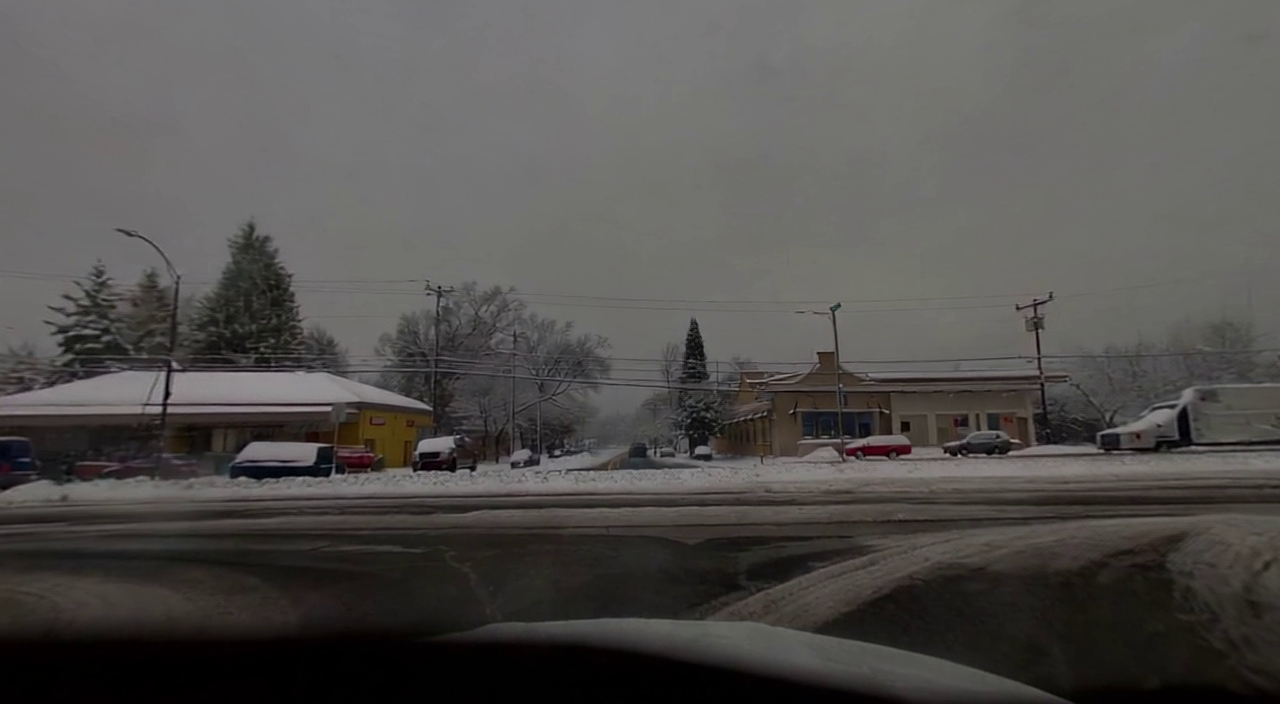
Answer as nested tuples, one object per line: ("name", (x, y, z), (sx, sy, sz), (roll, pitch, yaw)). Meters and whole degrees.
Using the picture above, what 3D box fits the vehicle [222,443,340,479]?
("vehicle", (-17.670, 5.345, 31.264), (2.010, 1.583, 4.582), (-6, -10, 34))

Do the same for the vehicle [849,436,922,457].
("vehicle", (18.009, 6.918, 46.384), (4.528, 1.458, 1.939), (1, -7, -4))

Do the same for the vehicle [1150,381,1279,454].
("vehicle", (33.185, 3.463, 32.990), (10.986, 3.604, 2.707), (0, -9, -6))

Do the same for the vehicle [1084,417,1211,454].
("vehicle", (28.933, 4.753, 36.062), (5.277, 2.032, 2.408), (1, -7, -4))

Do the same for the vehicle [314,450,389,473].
("vehicle", (-20.141, 7.638, 44.165), (4.277, 1.527, 1.987), (0, -8, -3))

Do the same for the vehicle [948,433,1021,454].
("vehicle", (25.594, 6.783, 46.852), (4.323, 1.507, 1.896), (0, -8, -4))

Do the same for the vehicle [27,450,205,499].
("vehicle", (-16.551, 3.859, 20.018), (4.233, 1.432, 1.755), (-1, -9, 5))

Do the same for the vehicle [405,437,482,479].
("vehicle", (-8.619, 4.651, 28.130), (2.156, 1.620, 4.945), (0, -7, -4))
